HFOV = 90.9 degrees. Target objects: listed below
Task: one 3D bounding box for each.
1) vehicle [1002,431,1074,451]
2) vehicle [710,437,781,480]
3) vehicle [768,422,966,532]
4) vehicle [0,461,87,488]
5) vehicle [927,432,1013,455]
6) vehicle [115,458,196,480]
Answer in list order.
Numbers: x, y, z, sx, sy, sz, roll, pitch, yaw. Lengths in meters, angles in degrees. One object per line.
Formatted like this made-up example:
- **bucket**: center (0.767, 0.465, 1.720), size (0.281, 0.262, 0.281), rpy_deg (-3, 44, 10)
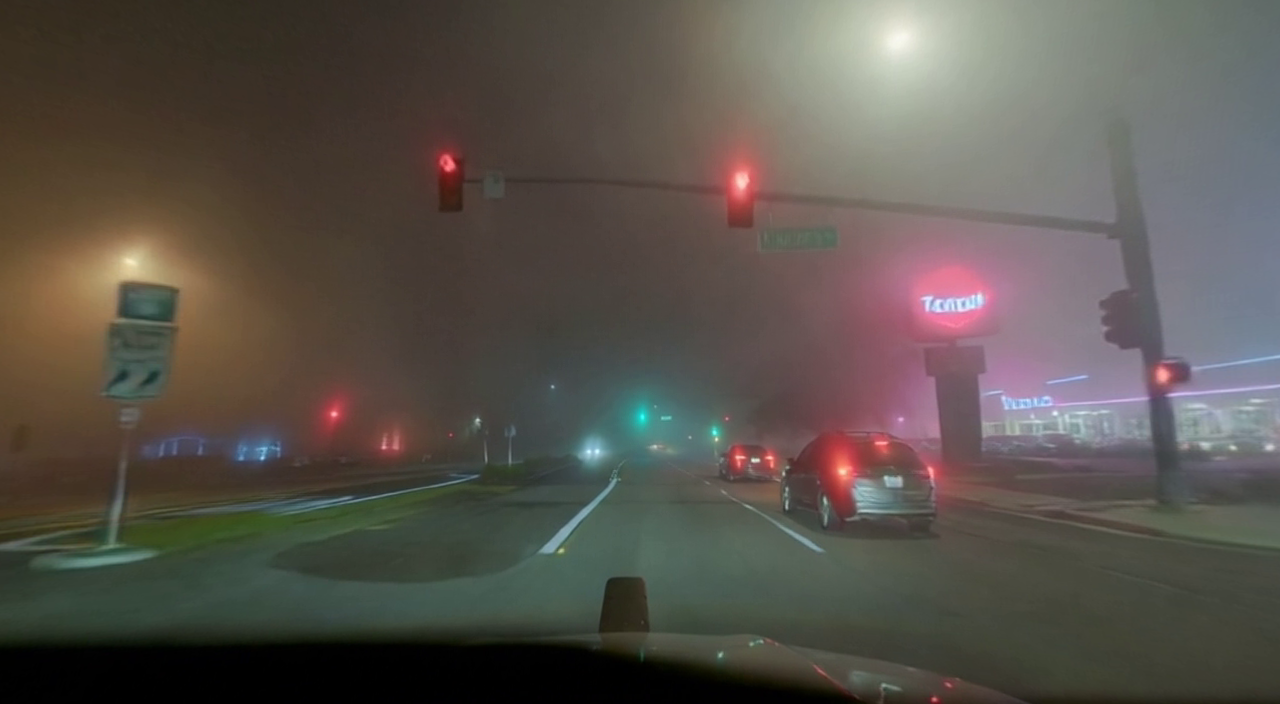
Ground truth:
- **vehicle**: center (29.286, 6.581, 46.528), size (1.759, 1.440, 4.112), rpy_deg (4, -9, -24)
- **vehicle**: center (3.869, 3.991, 23.962), size (1.870, 1.467, 4.800), rpy_deg (0, -8, 0)
- **vehicle**: center (3.632, 2.066, 11.016), size (1.931, 1.534, 4.126), rpy_deg (0, -8, 1)
- **vehicle**: center (-37.303, 7.531, 38.826), size (4.648, 1.484, 1.908), rpy_deg (0, -8, 1)
- **vehicle**: center (21.587, 6.000, 41.320), size (4.532, 1.477, 1.914), rpy_deg (-1, -8, 3)
- **vehicle**: center (-36.264, 8.741, 47.228), size (4.500, 1.448, 1.901), rpy_deg (-1, -8, 1)
